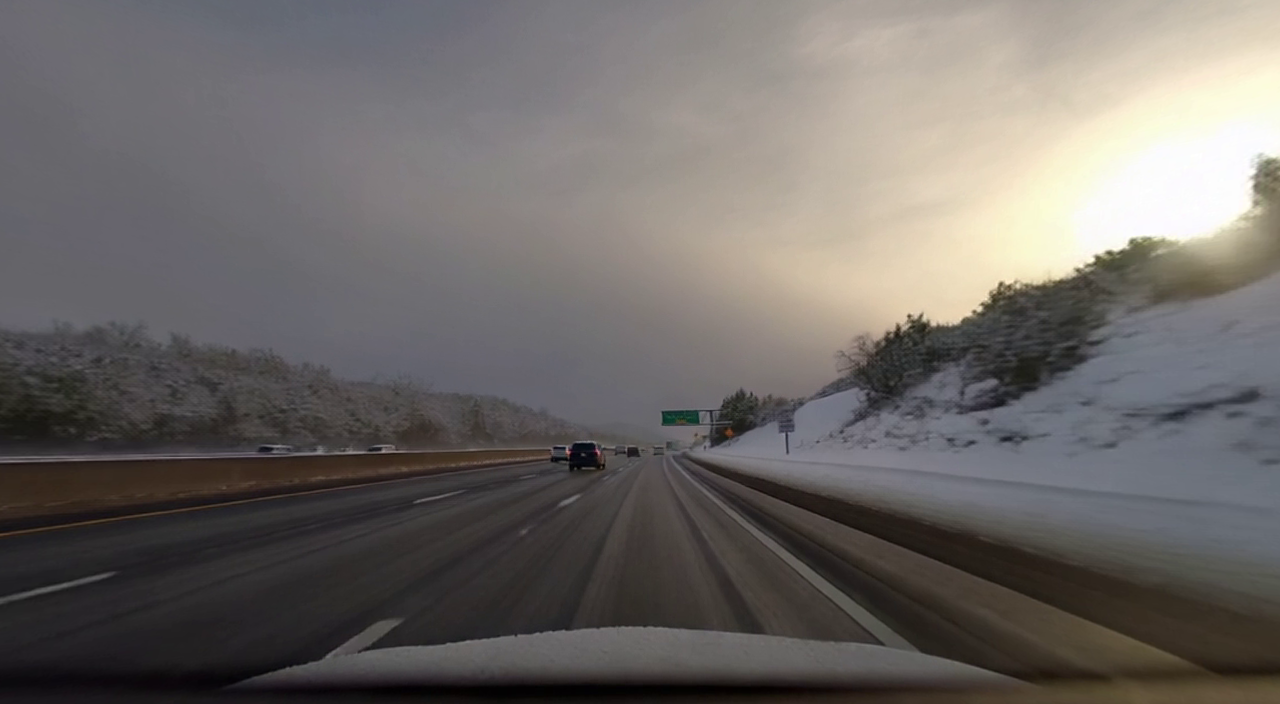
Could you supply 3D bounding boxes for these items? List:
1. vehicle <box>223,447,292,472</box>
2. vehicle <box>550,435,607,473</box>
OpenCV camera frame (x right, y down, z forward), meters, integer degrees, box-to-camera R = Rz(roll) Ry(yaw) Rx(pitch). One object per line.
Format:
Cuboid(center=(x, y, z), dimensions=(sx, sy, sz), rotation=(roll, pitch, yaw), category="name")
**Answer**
Cuboid(center=(-27.527, 7.715, 45.361), dimensions=(2.016, 1.671, 4.537), rotation=(0, -8, 2), category="vehicle")
Cuboid(center=(-3.189, 5.459, 33.868), dimensions=(2.413, 1.896, 5.218), rotation=(0, -8, 1), category="vehicle")
